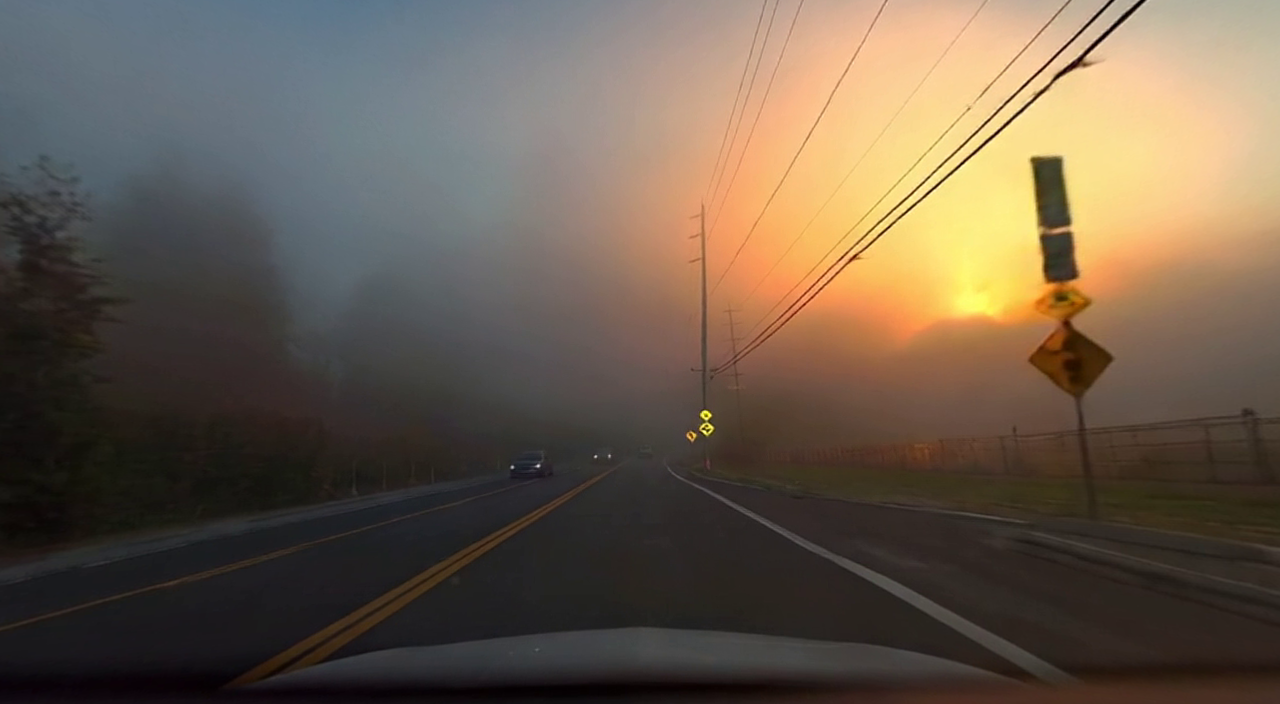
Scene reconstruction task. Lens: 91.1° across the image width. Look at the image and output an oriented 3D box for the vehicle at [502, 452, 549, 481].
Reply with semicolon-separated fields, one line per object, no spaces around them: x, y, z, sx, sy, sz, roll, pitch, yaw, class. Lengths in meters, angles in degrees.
-7.353;7.404;40.787;2.140;1.621;4.776;-3;-9;0;vehicle
